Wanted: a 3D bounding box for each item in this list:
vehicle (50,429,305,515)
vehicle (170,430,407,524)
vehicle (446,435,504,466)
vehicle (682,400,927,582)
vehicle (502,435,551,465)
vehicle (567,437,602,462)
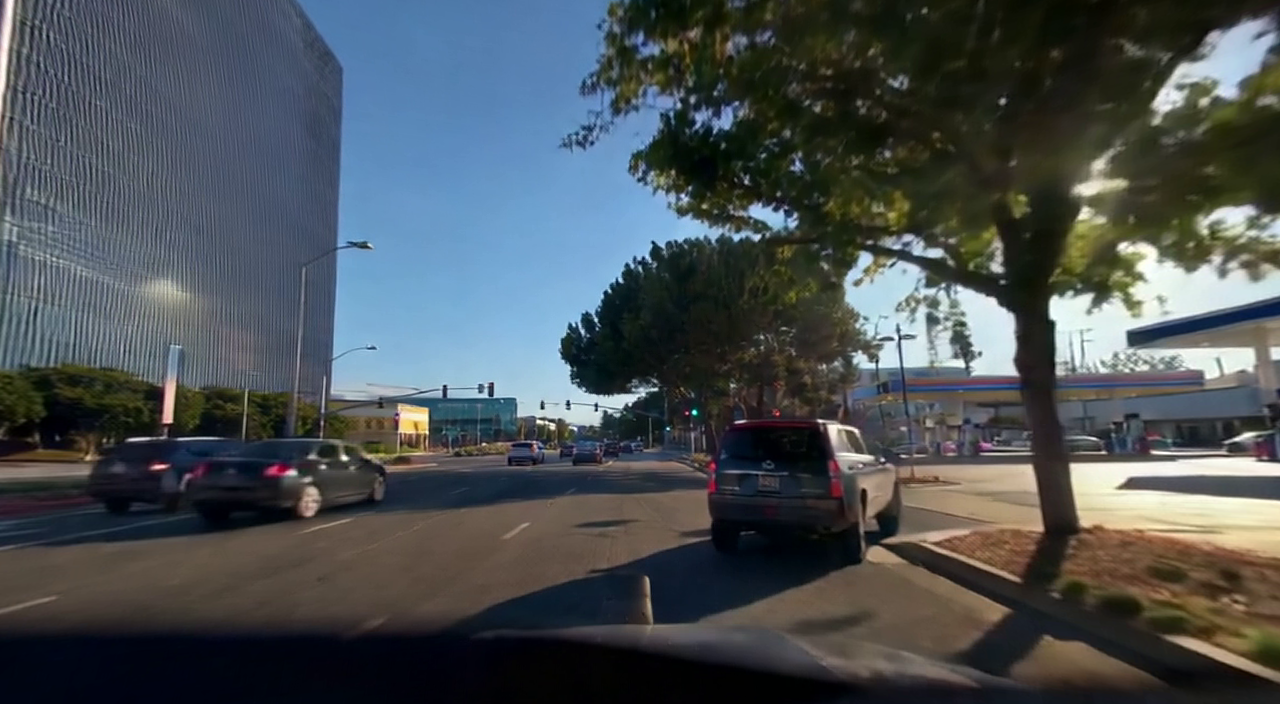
[{"bbox_3d":[-9.648,2.520,13.817,1.965,1.541,4.718,0,-8,1],"label":"vehicle"},{"bbox_3d":[-6.378,2.300,12.185,1.900,1.473,4.425,0,-8,2],"label":"vehicle"},{"bbox_3d":[-9.609,5.779,37.036,2.068,1.659,4.509,0,-8,1],"label":"vehicle"},{"bbox_3d":[2.536,1.716,8.697,2.169,1.751,4.613,-5,-10,28],"label":"vehicle"},{"bbox_3d":[-6.638,5.805,37.310,2.018,1.658,4.391,0,-8,0],"label":"vehicle"},{"bbox_3d":[-3.947,7.022,45.628,2.081,1.698,4.362,0,-8,1],"label":"vehicle"}]
